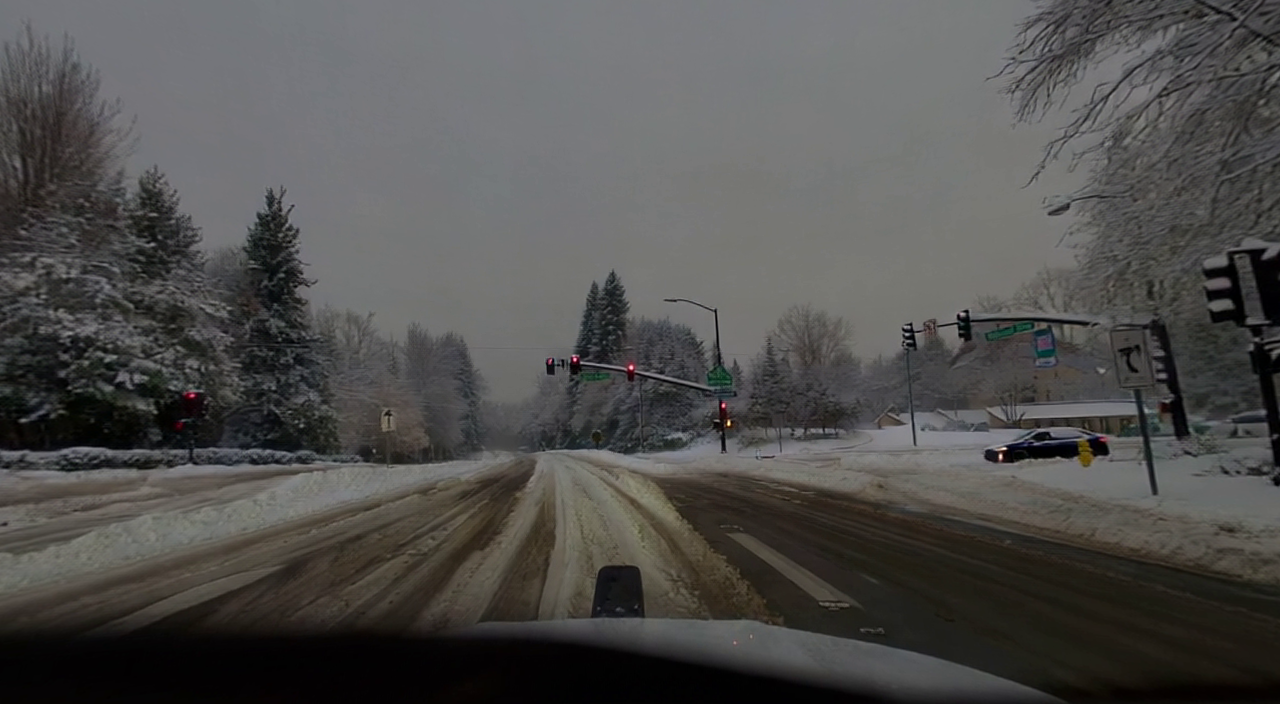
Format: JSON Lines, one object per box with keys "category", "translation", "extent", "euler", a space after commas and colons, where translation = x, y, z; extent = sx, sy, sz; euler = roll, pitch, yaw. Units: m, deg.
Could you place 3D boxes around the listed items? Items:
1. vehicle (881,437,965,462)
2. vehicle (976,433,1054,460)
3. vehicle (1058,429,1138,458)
{"category": "vehicle", "translation": [18.656, 6.433, 41.637], "extent": [5.234, 1.549, 1.982], "euler": [4, -9, -24]}
{"category": "vehicle", "translation": [26.910, 6.741, 45.283], "extent": [5.032, 1.828, 2.183], "euler": [4, -9, -24]}
{"category": "vehicle", "translation": [36.074, 7.213, 49.737], "extent": [6.148, 2.119, 2.473], "euler": [4, -10, -28]}
